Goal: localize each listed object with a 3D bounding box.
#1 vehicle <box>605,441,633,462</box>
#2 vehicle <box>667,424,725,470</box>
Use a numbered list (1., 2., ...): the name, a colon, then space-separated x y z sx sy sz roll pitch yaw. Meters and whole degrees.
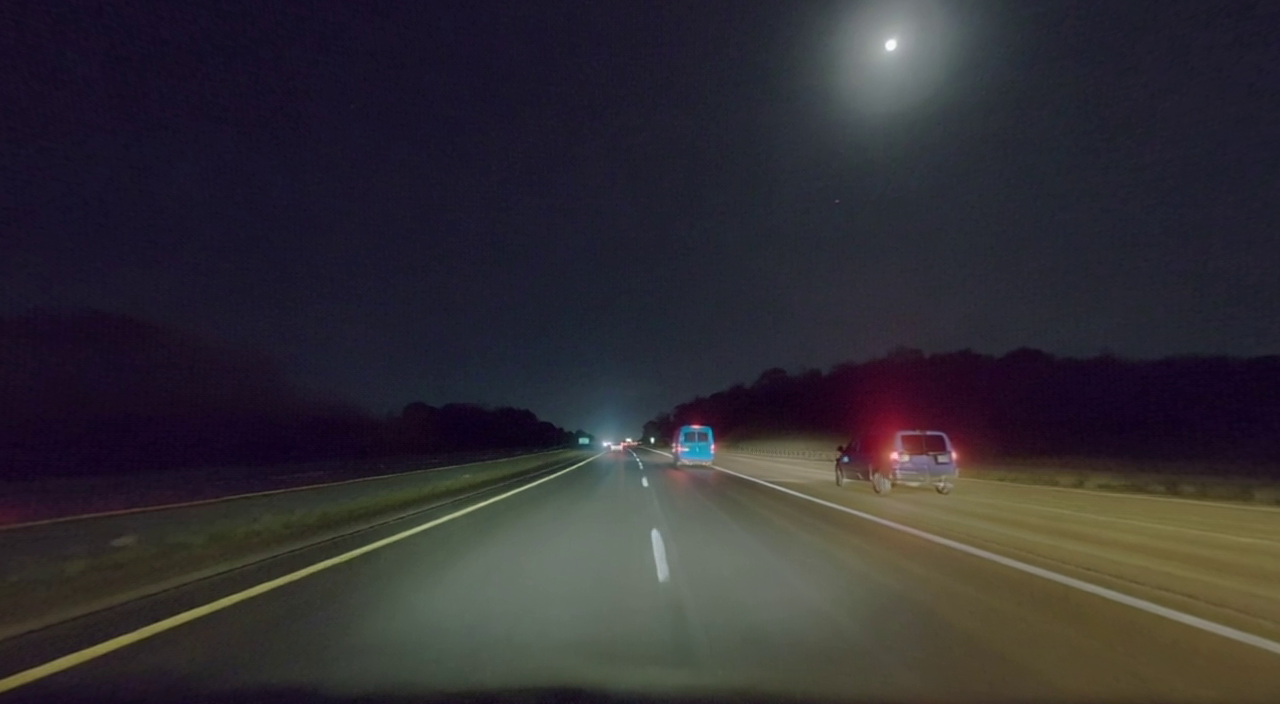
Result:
1. vehicle: -1.561 7.522 47.721 2.005 1.466 3.739 -1 -8 -1
2. vehicle: 2.641 4.647 30.945 2.269 2.048 4.679 0 -8 -2
